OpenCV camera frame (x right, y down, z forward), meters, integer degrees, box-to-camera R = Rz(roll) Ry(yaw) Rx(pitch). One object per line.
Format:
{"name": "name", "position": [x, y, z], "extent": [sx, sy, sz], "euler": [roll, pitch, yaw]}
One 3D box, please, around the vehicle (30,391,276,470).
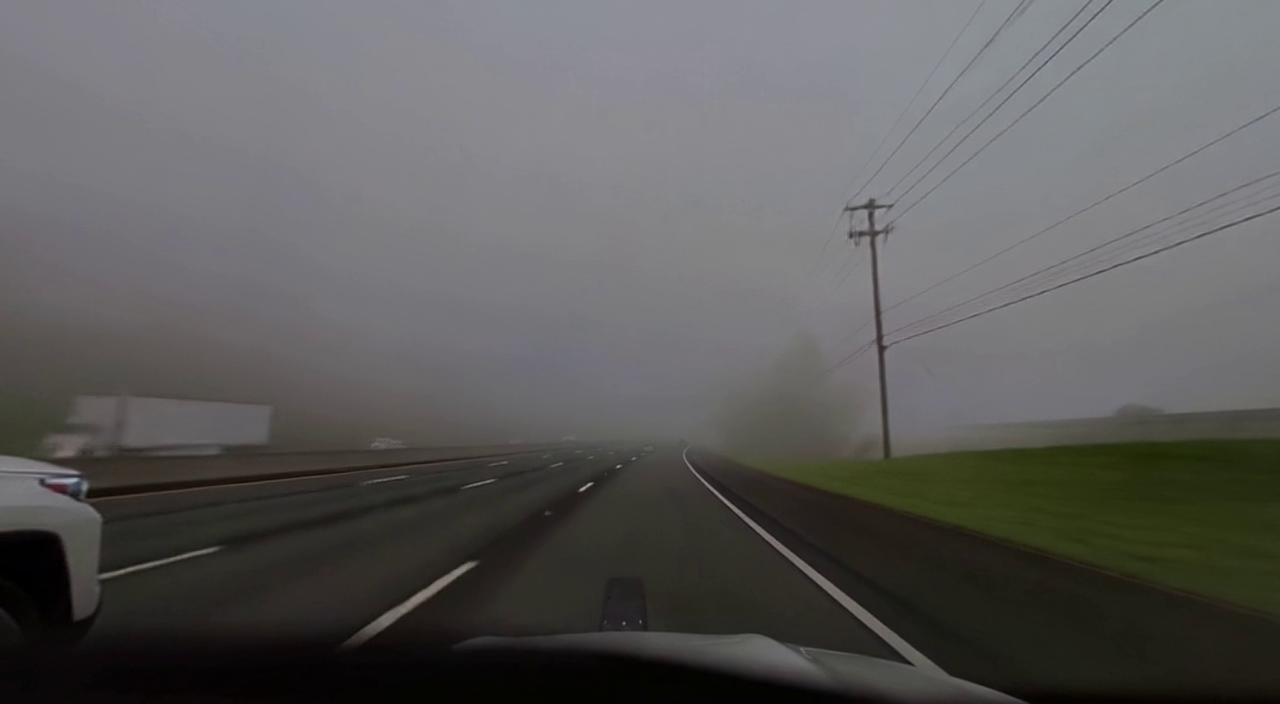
{"name": "vehicle", "position": [-28.733, 5.017, 39.045], "extent": [3.156, 3.925, 14.556], "euler": [-1, -8, 2]}

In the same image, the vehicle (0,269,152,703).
{"name": "vehicle", "position": [-3.590, 0.403, 0.613], "extent": [2.136, 1.975, 5.037], "euler": [0, -8, 0]}
